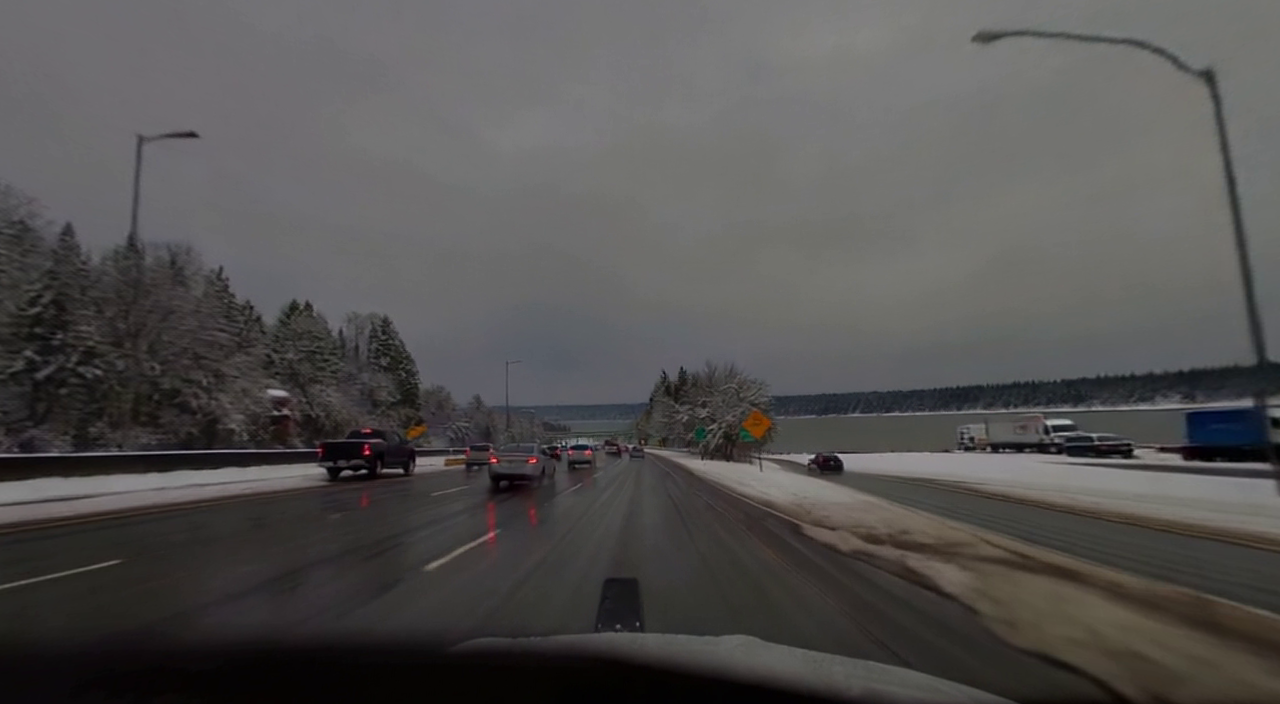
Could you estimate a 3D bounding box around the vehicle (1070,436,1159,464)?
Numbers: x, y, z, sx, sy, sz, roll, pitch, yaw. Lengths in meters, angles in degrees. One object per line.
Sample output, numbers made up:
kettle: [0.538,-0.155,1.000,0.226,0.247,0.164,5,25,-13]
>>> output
vehicle: [30.140,6.263,40.283,2.249,1.641,5.568,-2,-9,11]

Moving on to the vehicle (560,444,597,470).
vehicle: [-4.552,7.811,47.049,2.107,1.787,4.685,0,-9,2]

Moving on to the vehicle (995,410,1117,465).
vehicle: [31.595,6.676,48.606,3.997,3.685,10.600,-4,-9,12]

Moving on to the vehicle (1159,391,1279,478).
vehicle: [27.869,3.679,27.722,3.151,3.473,9.484,0,-8,9]

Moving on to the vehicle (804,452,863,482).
vehicle: [10.678,6.361,35.121,2.153,1.510,4.646,-1,-9,5]

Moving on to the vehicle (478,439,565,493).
vehicle: [-4.097,4.022,22.588,2.132,1.708,4.571,0,-9,1]

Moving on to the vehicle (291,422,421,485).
vehicle: [-11.126,4.059,25.319,2.442,2.191,5.760,0,-9,1]

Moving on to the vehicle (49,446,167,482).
vehicle: [-24.063,5.067,28.705,1.923,1.489,3.913,0,-9,0]
